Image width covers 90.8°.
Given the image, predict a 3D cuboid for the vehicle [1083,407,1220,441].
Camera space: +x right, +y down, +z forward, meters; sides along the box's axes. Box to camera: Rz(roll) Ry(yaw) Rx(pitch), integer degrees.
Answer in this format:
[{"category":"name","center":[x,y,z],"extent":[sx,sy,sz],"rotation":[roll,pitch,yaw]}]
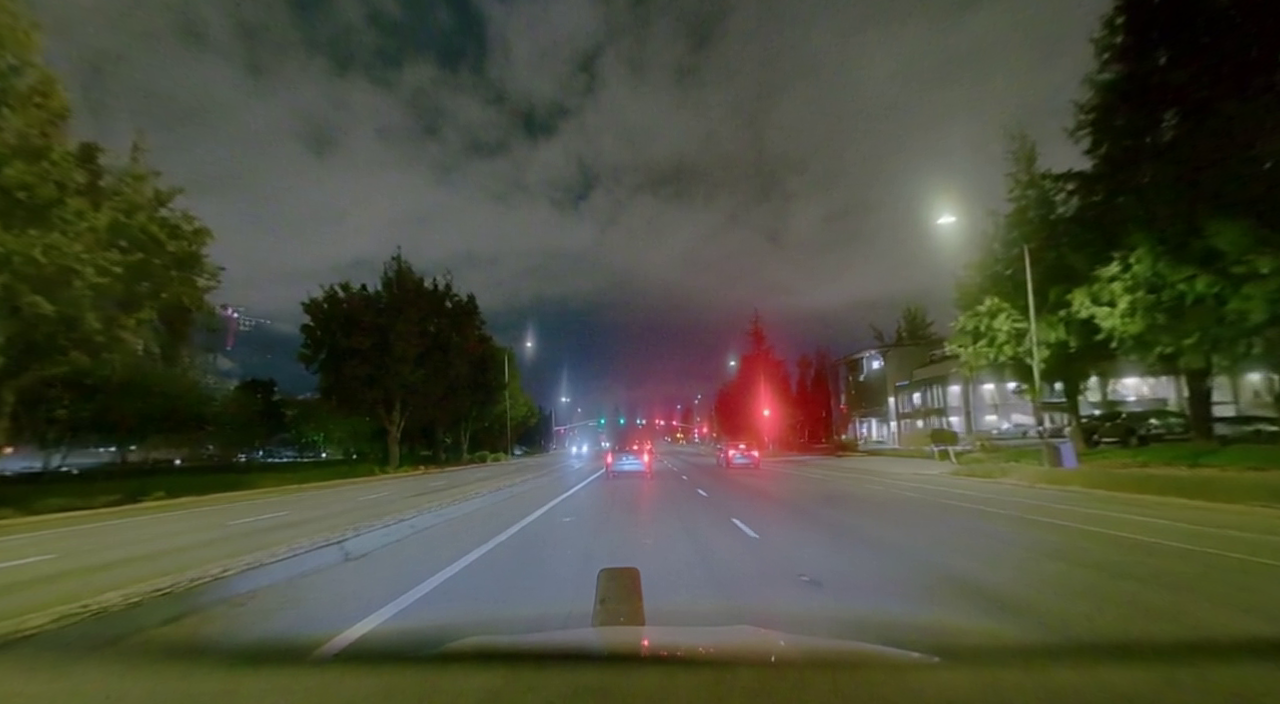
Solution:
[{"category":"vehicle","center":[22.651,3.216,28.094],"extent":[4.441,1.444,1.870],"rotation":[0,-7,0]}]

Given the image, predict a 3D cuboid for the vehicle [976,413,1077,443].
[{"category":"vehicle","center":[22.356,4.430,36.658],"extent":[4.531,1.432,1.949],"rotation":[-3,-8,-1]}]

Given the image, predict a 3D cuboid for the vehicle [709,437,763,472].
[{"category":"vehicle","center":[4.743,5.099,31.703],"extent":[1.987,1.613,4.081],"rotation":[0,-8,-1]}]

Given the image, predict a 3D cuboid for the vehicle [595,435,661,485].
[{"category":"vehicle","center":[-0.378,3.850,22.824],"extent":[2.181,1.639,4.127],"rotation":[0,-8,1]}]
